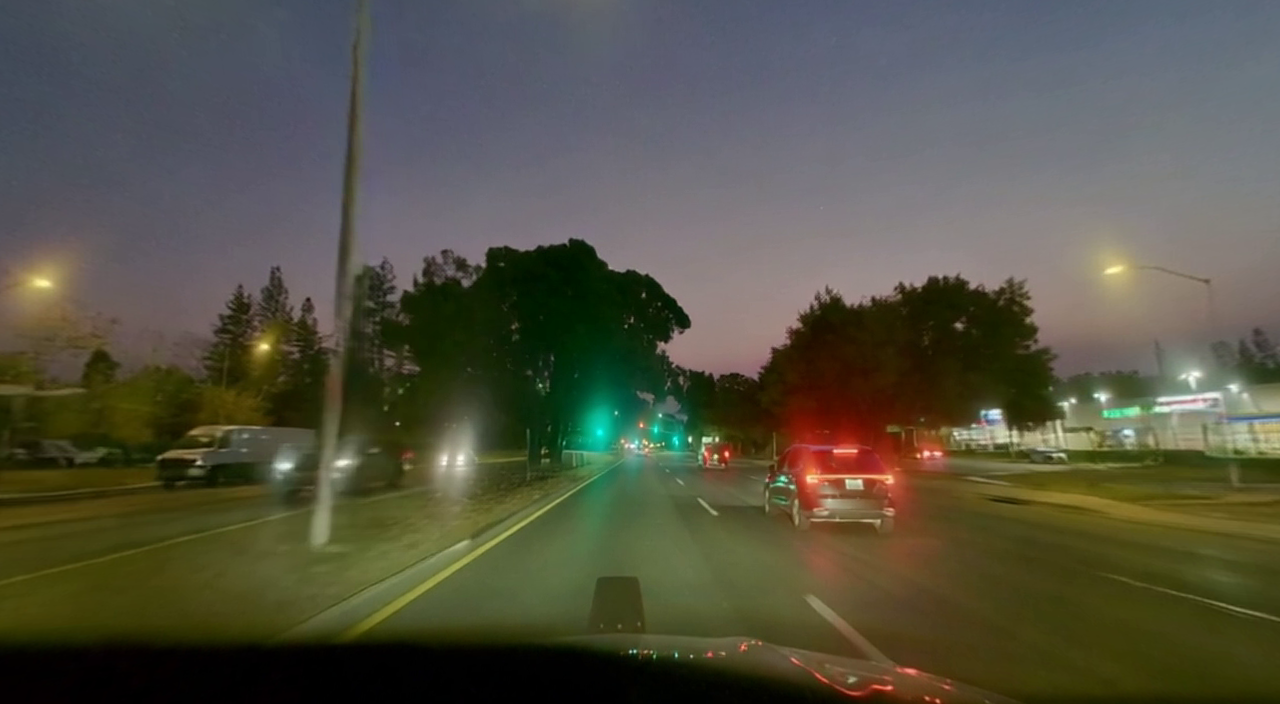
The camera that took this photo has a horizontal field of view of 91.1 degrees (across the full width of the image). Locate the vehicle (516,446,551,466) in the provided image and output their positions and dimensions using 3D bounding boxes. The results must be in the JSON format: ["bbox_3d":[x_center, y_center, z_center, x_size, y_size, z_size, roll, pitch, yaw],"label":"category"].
[{"bbox_3d":[-8.340,8.145,49.392,1.926,1.509,4.303,0,-9,1],"label":"vehicle"}]

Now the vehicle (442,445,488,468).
[{"bbox_3d":[-12.174,7.310,44.039,1.878,1.470,4.477,0,-8,1],"label":"vehicle"}]

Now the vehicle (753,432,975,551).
[{"bbox_3d":[3.262,2.113,10.272,1.935,1.501,4.384,0,-9,-1],"label":"vehicle"}]

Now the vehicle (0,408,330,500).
[{"bbox_3d":[-18.485,4.202,26.490,2.964,2.641,15.868,-2,-9,0],"label":"vehicle"}]

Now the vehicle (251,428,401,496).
[{"bbox_3d":[-9.075,3.215,18.749,1.953,1.753,4.843,0,-9,0],"label":"vehicle"}]
